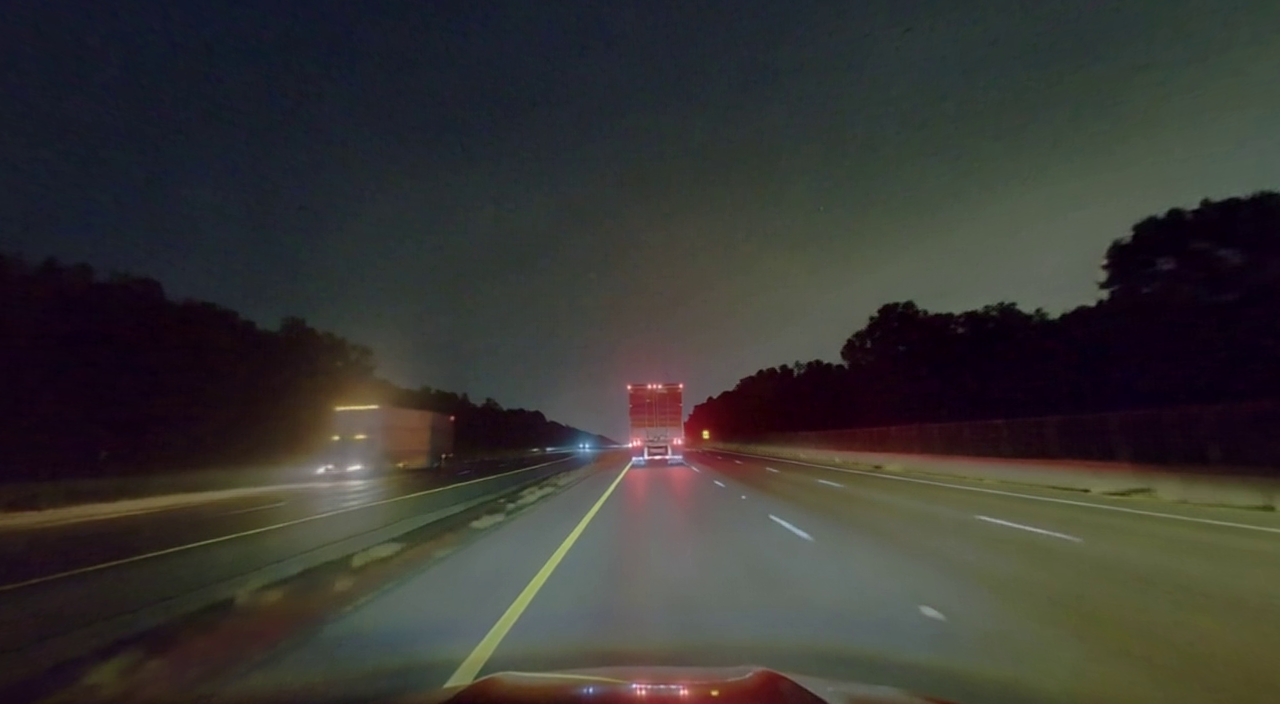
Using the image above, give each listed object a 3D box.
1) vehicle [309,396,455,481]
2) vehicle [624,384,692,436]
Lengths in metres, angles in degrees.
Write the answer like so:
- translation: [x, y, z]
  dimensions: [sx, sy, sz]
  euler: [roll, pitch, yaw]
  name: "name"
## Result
- translation: [-14.702, 5.249, 37.817]
  dimensions: [2.723, 4.121, 14.048]
  euler: [0, -8, 0]
  name: "vehicle"
- translation: [0.599, 2.462, 25.707]
  dimensions: [2.509, 1.890, 4.732]
  euler: [0, -8, -1]
  name: "vehicle"
